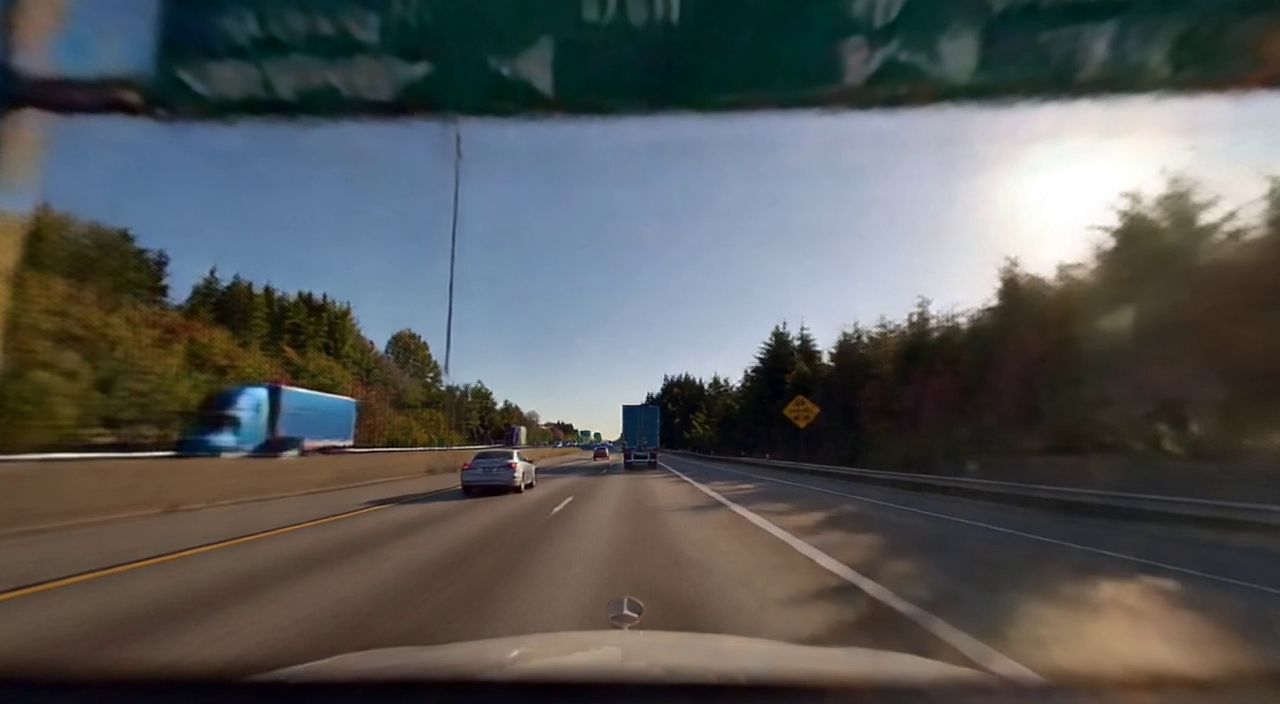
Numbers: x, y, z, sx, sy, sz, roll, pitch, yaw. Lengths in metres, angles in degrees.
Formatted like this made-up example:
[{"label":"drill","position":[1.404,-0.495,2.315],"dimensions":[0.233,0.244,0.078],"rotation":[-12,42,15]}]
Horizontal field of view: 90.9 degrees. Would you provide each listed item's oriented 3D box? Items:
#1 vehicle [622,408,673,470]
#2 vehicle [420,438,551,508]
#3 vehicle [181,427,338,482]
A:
[{"label":"vehicle","position":[0.333,5.785,41.475],"dimensions":[2.893,3.628,9.081],"rotation":[0,-9,-2]},{"label":"vehicle","position":[-3.753,3.047,16.424],"dimensions":[2.114,1.523,5.110],"rotation":[0,-9,0]},{"label":"vehicle","position":[-12.549,3.443,21.336],"dimensions":[2.111,1.639,5.059],"rotation":[0,-9,1]}]
